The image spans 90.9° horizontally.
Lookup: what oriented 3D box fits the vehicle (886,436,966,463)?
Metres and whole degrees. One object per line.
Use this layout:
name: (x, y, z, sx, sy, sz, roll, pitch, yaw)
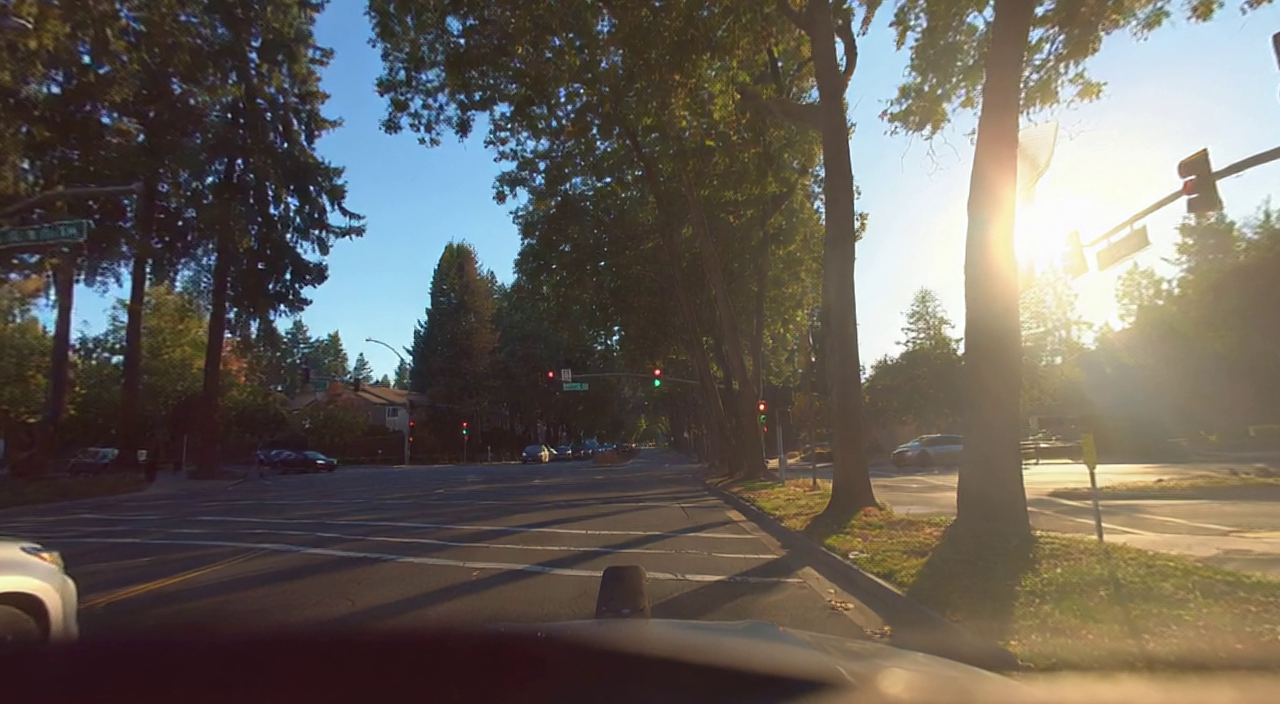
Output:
vehicle: (16.086, 5.511, 35.591, 3.952, 1.468, 1.768, -4, -9, 22)
